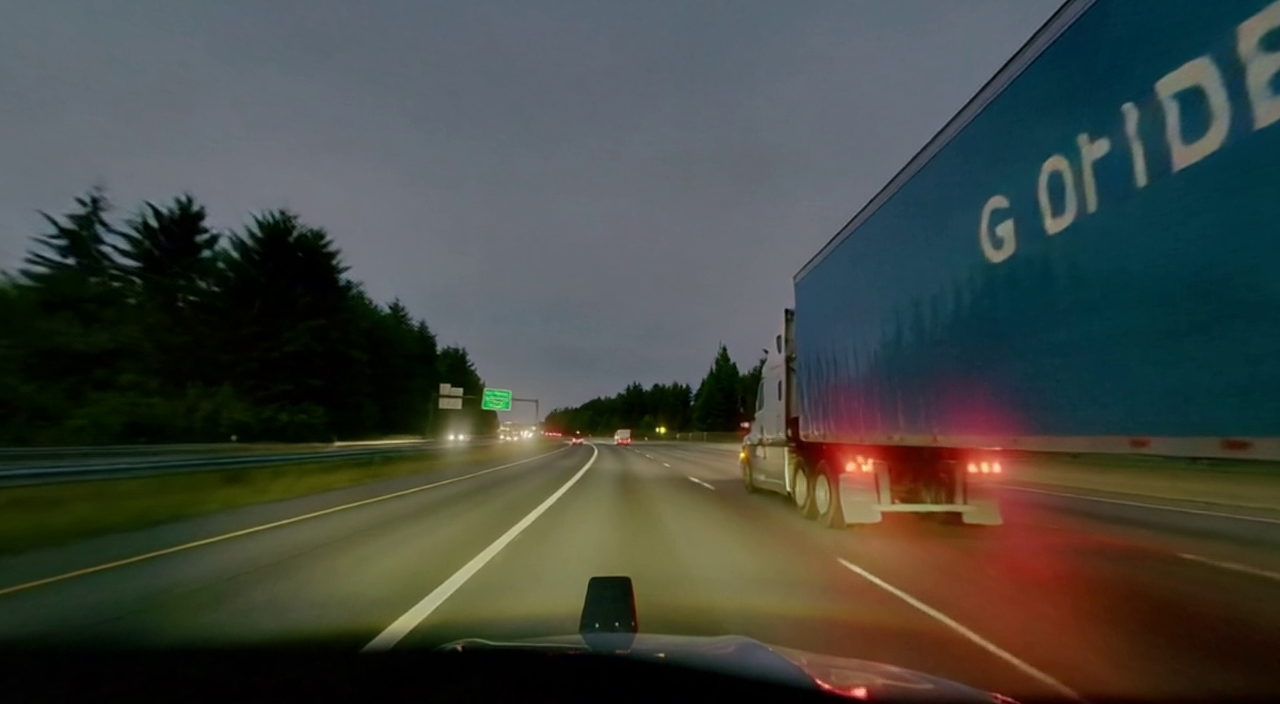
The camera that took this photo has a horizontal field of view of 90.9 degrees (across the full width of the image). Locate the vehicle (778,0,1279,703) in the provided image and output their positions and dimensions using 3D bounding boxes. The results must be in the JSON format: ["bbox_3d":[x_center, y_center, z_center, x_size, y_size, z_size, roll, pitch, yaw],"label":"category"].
[{"bbox_3d":[4.058,-0.127,4.169,2.910,4.051,14.278,0,-8,-1],"label":"vehicle"}]
